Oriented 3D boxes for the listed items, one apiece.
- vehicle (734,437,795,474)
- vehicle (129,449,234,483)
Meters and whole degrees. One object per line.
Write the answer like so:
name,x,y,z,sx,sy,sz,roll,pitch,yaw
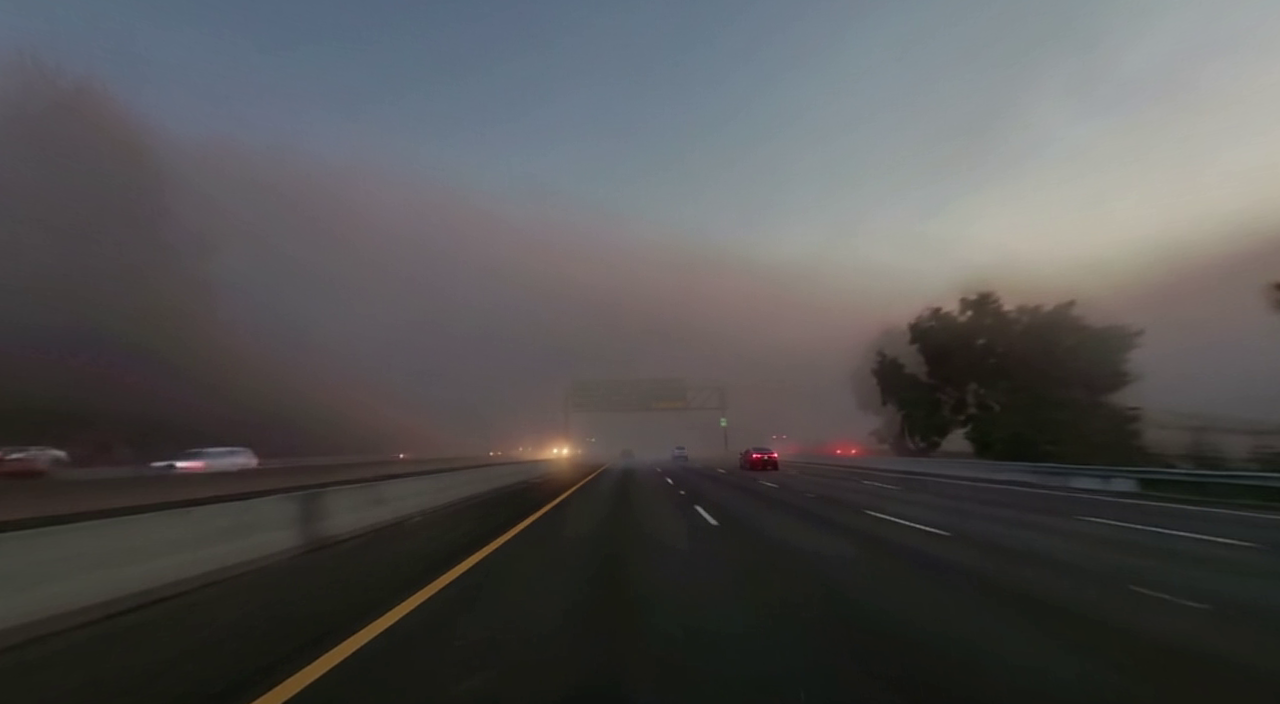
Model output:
vehicle,6.115,5.139,31.505,2.030,1.706,4.279,0,-9,-1
vehicle,-22.580,5.608,31.363,1.855,1.501,4.438,0,-9,0
